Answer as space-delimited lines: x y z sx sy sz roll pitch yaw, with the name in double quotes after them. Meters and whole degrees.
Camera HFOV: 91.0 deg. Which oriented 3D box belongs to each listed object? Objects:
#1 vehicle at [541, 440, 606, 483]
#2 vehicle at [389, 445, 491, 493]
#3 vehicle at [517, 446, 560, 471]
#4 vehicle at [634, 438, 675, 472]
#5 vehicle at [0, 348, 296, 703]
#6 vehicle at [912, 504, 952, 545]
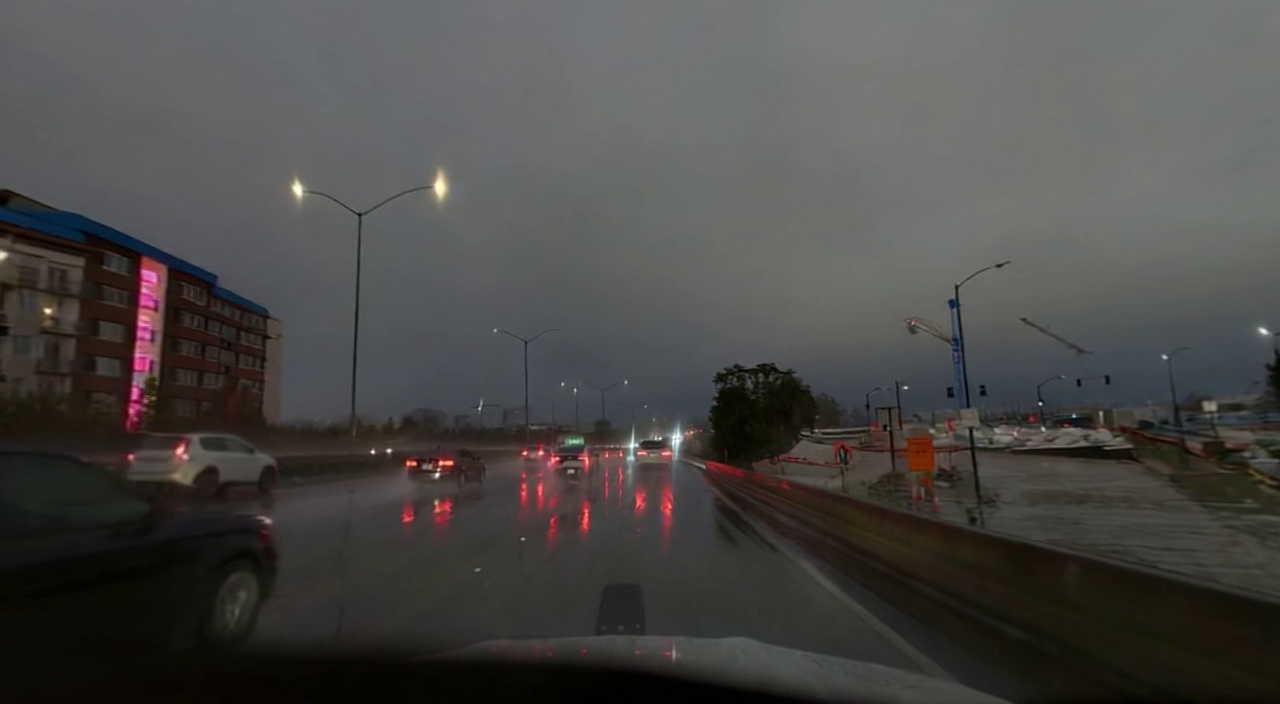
-2.765 4.683 27.307 2.109 1.657 4.554 0 -8 3 "vehicle"
-6.774 3.996 21.942 1.959 1.486 4.460 0 -8 2 "vehicle"
-6.359 6.718 39.964 1.931 1.505 4.386 0 -8 1 "vehicle"
0.789 5.644 34.725 2.116 1.763 4.352 0 -8 1 "vehicle"
-3.686 0.826 2.527 2.045 1.710 4.382 0 -8 1 "vehicle"
19.383 11.426 41.903 1.859 1.579 4.190 -6 -2 20 "vehicle"
